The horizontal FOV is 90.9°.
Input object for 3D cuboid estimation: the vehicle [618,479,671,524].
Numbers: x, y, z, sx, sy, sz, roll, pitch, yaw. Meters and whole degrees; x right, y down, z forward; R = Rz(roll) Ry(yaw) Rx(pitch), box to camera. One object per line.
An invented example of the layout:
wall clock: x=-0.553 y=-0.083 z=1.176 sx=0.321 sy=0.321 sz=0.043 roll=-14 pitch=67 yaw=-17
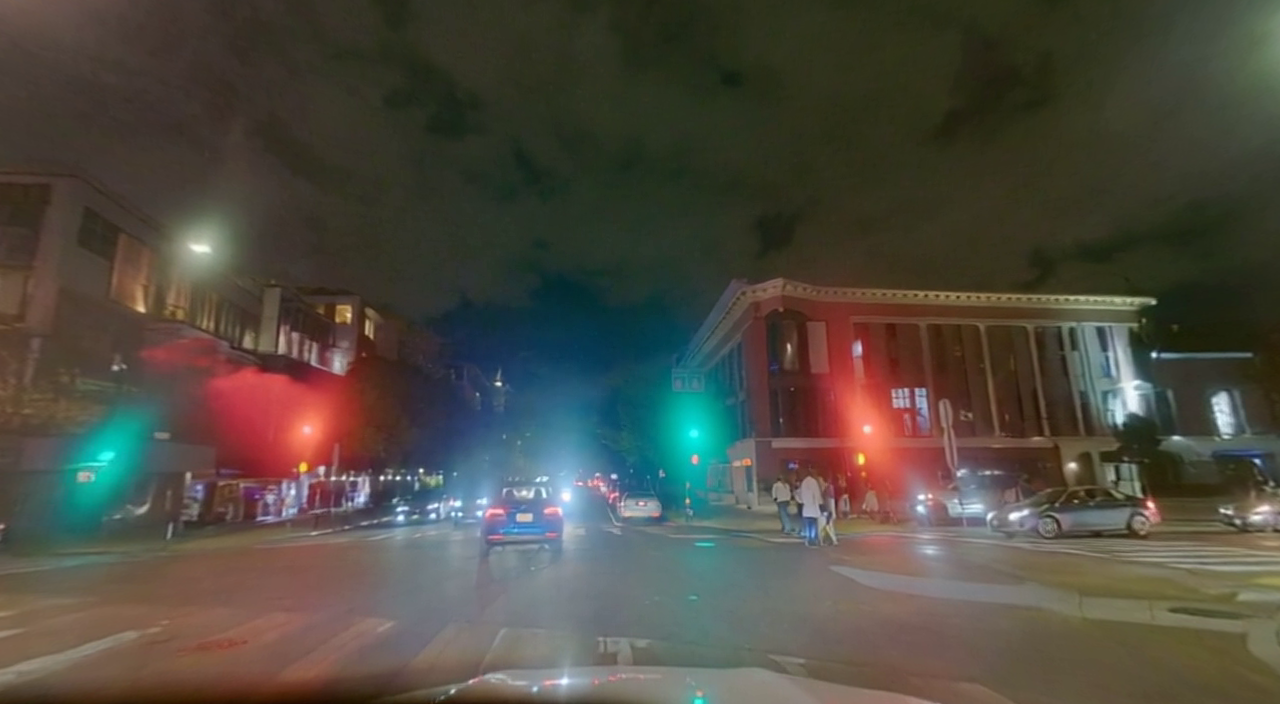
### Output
vehicle: x=0.141 y=7.099 z=30.196 sx=1.908 sy=1.741 sz=4.066 roll=1 pitch=-9 yaw=-9

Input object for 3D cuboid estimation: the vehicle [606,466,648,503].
vehicle: x=-0.883 y=8.240 z=39.433 sx=2.365 sy=1.994 sz=4.259 roll=0 pitch=-9 yaw=-5

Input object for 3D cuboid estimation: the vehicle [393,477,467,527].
vehicle: x=-9.661 y=6.911 z=29.433 sx=2.226 sy=1.896 sz=4.438 roll=0 pitch=-9 yaw=-4

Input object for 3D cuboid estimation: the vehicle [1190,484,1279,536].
vehicle: x=23.647 y=5.784 z=23.281 sx=4.734 sy=1.605 sz=2.186 roll=0 pitch=-9 yaw=-5

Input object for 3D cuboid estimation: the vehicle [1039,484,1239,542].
vehicle: x=18.032 y=5.795 z=22.968 sx=5.345 sy=1.747 sz=2.410 roll=0 pitch=-9 yaw=-5

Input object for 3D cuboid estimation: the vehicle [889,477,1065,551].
vehicle: x=11.921 y=5.713 z=22.551 sx=4.974 sy=2.266 sz=2.324 roll=1 pitch=-9 yaw=-7
